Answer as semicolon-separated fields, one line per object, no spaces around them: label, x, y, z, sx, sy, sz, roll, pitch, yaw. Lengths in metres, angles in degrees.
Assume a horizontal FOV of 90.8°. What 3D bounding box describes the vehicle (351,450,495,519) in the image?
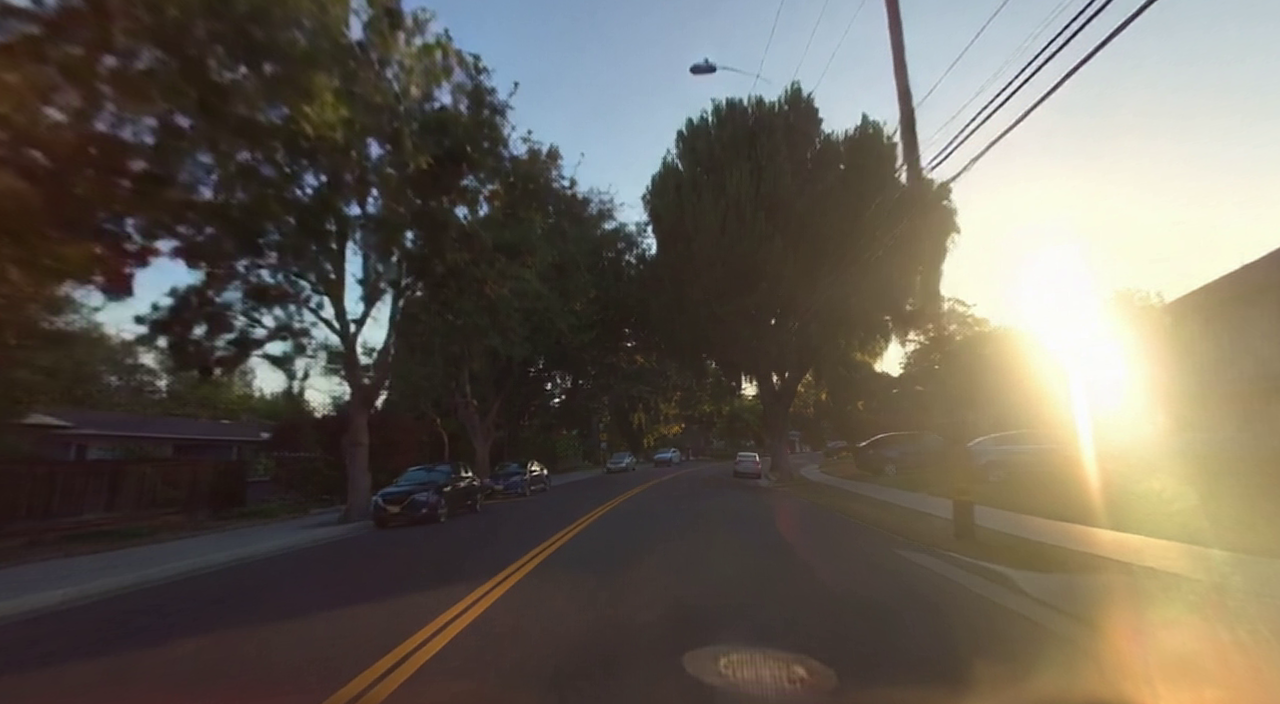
vehicle;-5.292;3.455;16.078;1.886;1.494;4.149;-2;-14;5

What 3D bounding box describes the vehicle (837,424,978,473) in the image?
vehicle;11.045;4.054;26.486;5.009;1.906;2.046;-2;-9;9

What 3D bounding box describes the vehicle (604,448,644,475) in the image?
vehicle;-1.085;7.805;44.667;2.005;1.557;4.172;-3;-14;10

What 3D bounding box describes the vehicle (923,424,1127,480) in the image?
vehicle;11.334;2.974;18.879;4.744;1.507;1.953;-1;-8;2

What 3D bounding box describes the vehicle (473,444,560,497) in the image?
vehicle;-4.456;4.491;23.464;1.972;1.536;4.347;-3;-16;5

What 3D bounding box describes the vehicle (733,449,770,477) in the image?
vehicle;6.444;6.408;36.780;1.972;1.460;4.137;-2;-8;8
